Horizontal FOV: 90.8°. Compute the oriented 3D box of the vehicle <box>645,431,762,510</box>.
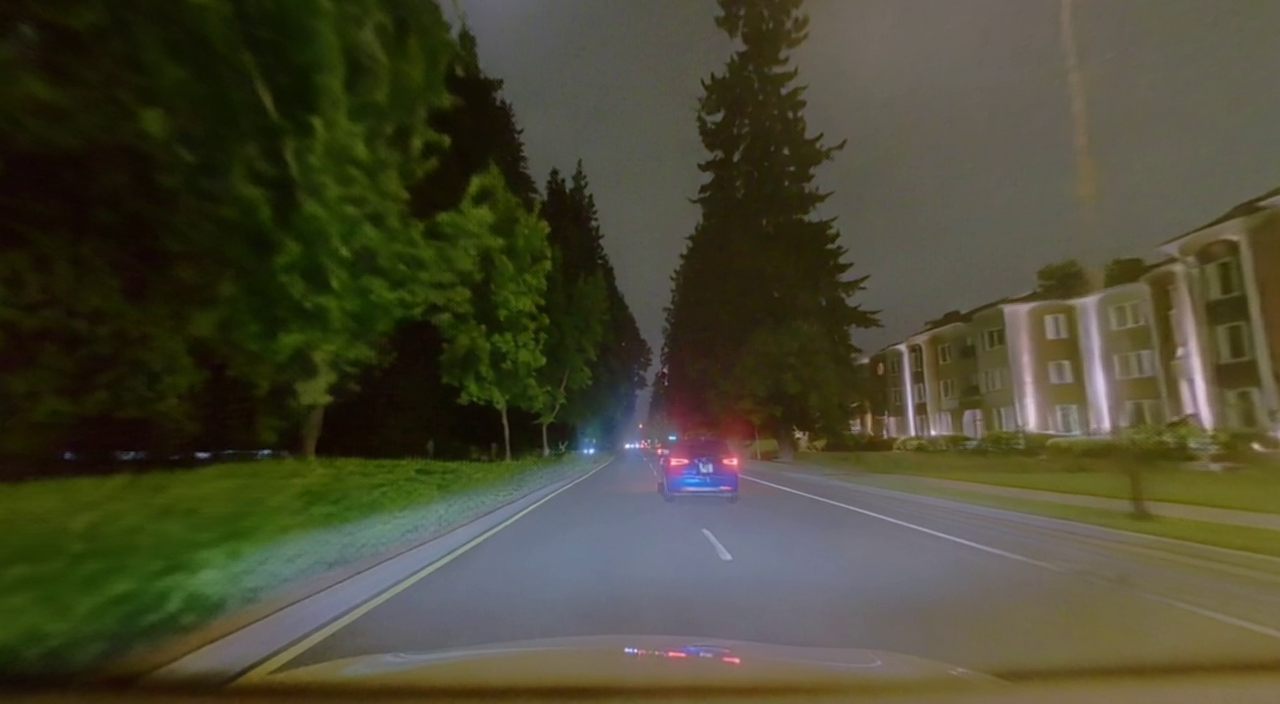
[{"bbox_3d":[1.317,2.766,15.263,2.066,1.603,4.475,0,-9,-4],"label":"vehicle"}]
